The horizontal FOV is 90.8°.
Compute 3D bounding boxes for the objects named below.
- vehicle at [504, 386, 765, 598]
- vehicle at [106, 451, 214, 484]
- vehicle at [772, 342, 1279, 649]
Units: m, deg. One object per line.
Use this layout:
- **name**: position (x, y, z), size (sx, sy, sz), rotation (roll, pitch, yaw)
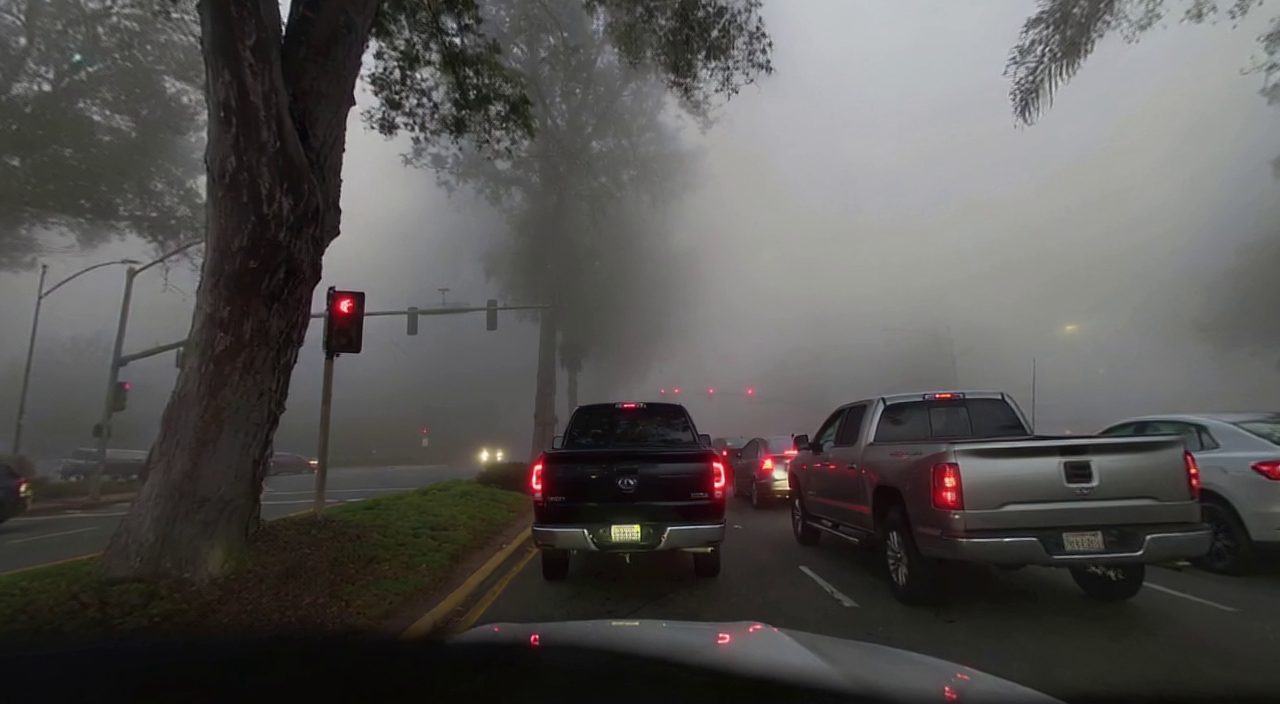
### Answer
- **vehicle**: position (-0.075, 1.574, 8.026), size (2.240, 1.821, 5.001), rotation (0, -9, -1)
- **vehicle**: position (-26.404, 6.326, 34.993), size (4.437, 1.669, 1.936), rotation (5, -10, -30)
- **vehicle**: position (3.312, 1.321, 6.932), size (2.412, 1.953, 5.682), rotation (0, -9, -1)
